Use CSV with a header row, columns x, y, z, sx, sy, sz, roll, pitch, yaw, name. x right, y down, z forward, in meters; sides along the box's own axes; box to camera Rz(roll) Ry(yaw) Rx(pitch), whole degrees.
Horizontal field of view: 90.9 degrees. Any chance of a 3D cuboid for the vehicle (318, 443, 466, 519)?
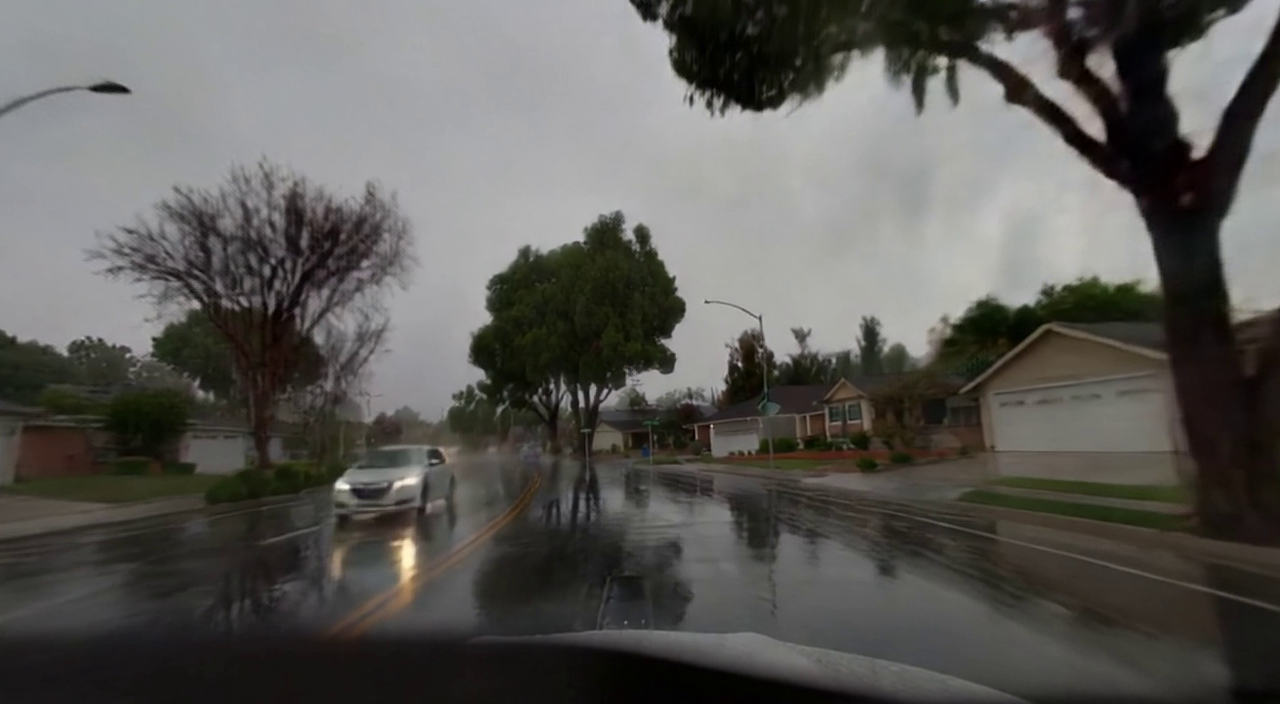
x,y,z,sx,sy,sz,roll,pitch,yaw,name
-5.506,2.873,14.666,2.043,1.470,4.338,1,-8,-6,vehicle
